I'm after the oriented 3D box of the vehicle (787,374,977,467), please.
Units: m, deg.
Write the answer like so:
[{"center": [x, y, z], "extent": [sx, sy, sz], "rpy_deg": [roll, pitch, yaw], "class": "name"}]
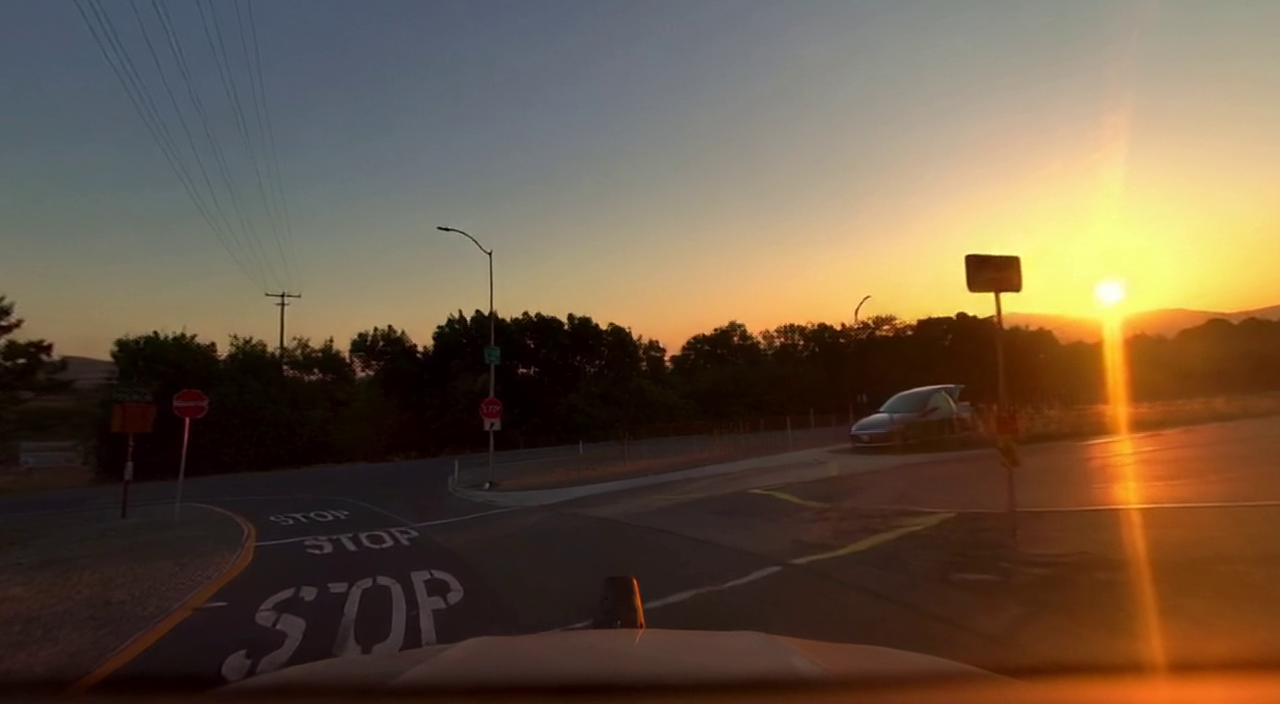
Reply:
[{"center": [6.349, 1.756, 16.469], "extent": [4.403, 1.574, 1.914], "rpy_deg": [-8, -4, -25], "class": "vehicle"}]
